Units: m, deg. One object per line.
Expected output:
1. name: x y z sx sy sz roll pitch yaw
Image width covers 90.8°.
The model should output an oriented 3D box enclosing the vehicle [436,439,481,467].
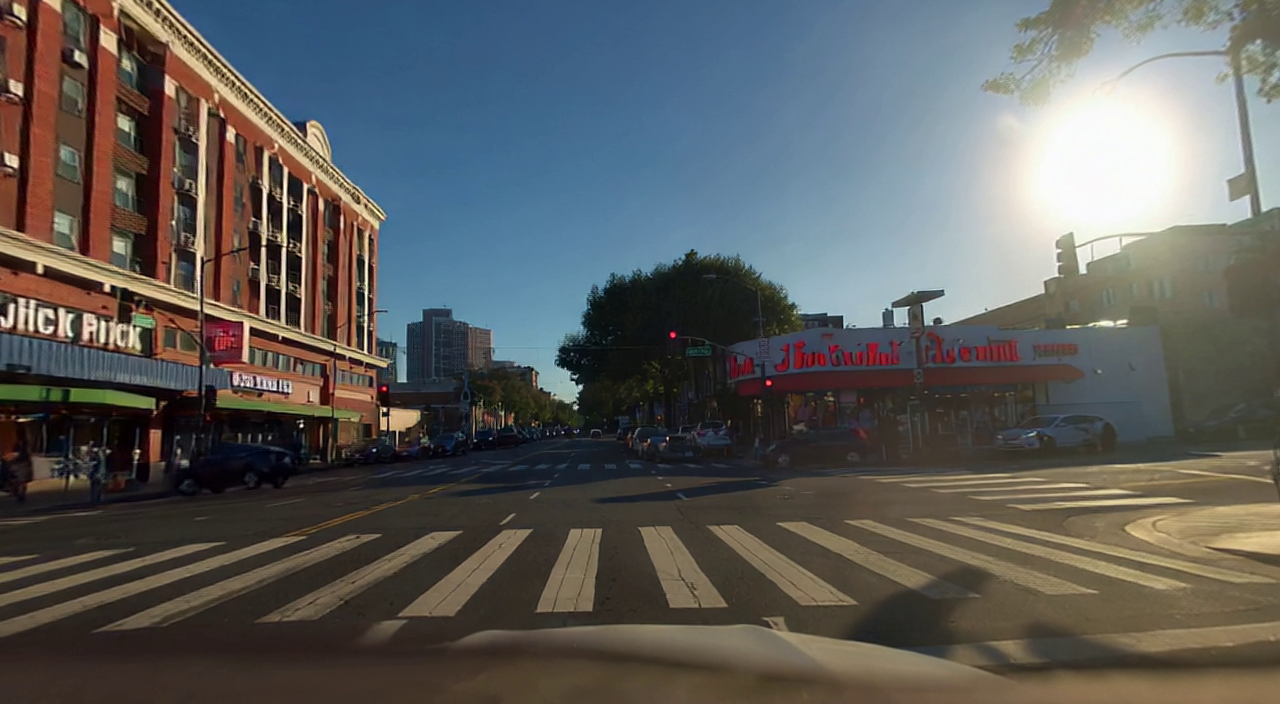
1. vehicle: -10.885 6.097 38.205 1.885 1.545 4.124 1 -8 -6

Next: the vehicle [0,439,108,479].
1. vehicle: -31.541 5.615 33.537 2.205 1.903 5.877 1 -9 -10

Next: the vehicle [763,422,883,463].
1. vehicle: 7.787 3.883 27.104 4.513 1.682 1.810 1 -9 -7

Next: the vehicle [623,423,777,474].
1. vehicle: 1.878 3.105 20.404 4.612 1.521 1.811 1 -9 -10

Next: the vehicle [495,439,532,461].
1. vehicle: -8.645 6.738 43.525 1.906 1.402 4.904 0 -8 -4

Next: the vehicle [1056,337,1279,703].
1. vehicle: 3.013 0.609 0.866 1.866 1.654 4.354 0 -8 0

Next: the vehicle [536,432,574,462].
1. vehicle: -5.126 5.800 38.608 1.976 1.683 4.117 0 -8 -4

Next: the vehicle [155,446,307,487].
1. vehicle: -15.441 4.338 24.088 4.475 1.458 1.681 1 -9 -8
